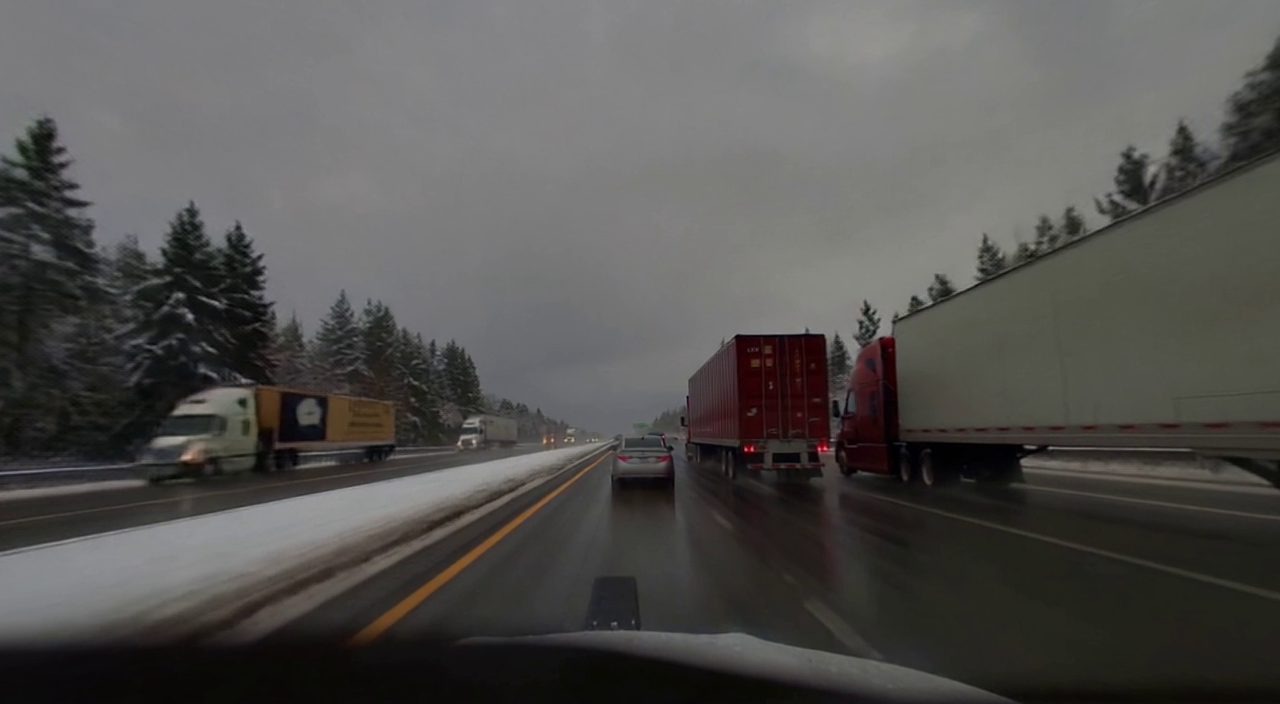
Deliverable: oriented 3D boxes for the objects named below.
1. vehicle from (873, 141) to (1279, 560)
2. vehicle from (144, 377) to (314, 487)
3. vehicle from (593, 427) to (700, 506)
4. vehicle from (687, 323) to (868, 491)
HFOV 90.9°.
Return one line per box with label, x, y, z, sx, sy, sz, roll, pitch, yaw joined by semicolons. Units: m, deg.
vehicle;8.134;0.454;10.153;3.110;4.308;14.260;0;-7;-1
vehicle;-16.720;3.325;26.274;2.962;4.015;5.938;0;-8;-1
vehicle;0.073;2.425;13.873;2.038;1.477;3.773;0;-7;-2
vehicle;3.870;2.232;22.491;2.888;4.099;14.183;0;-7;-2
